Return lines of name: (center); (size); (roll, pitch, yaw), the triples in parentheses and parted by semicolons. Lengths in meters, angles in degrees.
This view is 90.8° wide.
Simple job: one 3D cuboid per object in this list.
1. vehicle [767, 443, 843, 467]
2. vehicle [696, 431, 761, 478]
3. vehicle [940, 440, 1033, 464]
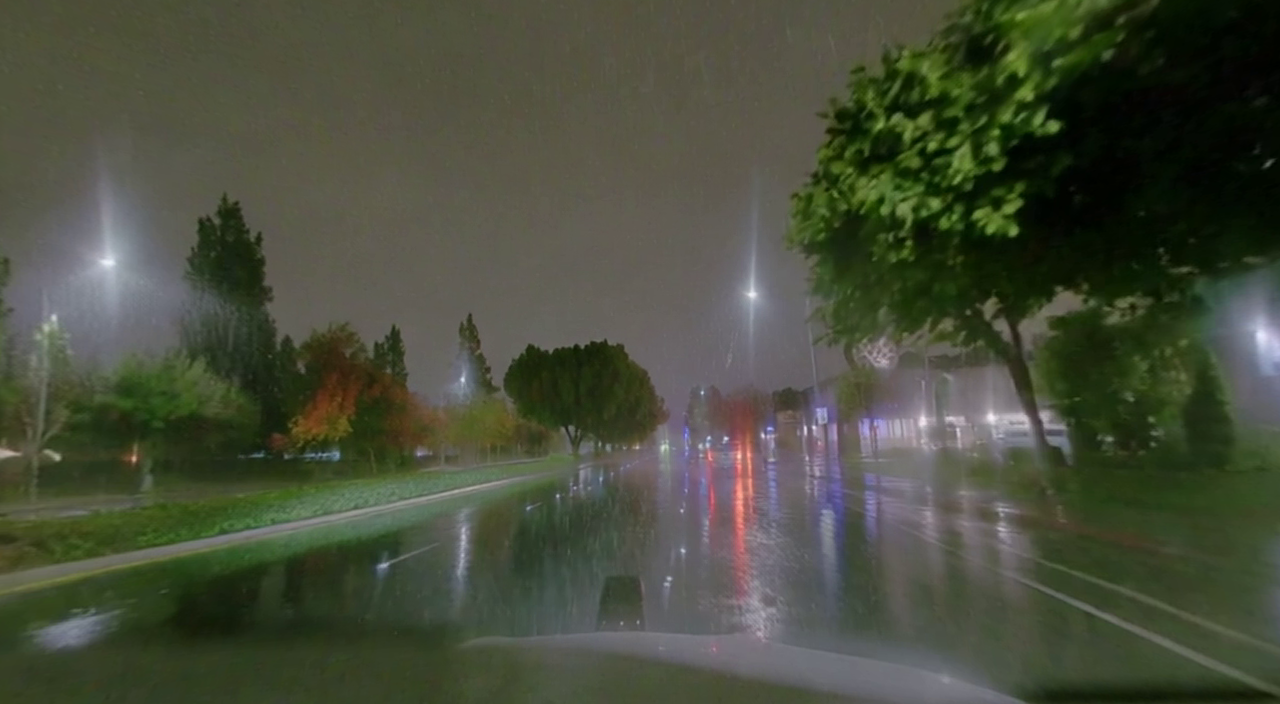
vehicle: (10.889, 6.805, 41.849); (4.733, 1.499, 2.000); (-3, -9, 14)
vehicle: (4.318, 4.829, 29.946); (2.477, 1.991, 5.157); (-2, -9, 14)
vehicle: (21.870, 6.353, 40.045); (4.698, 1.465, 1.914); (-1, -9, 7)
